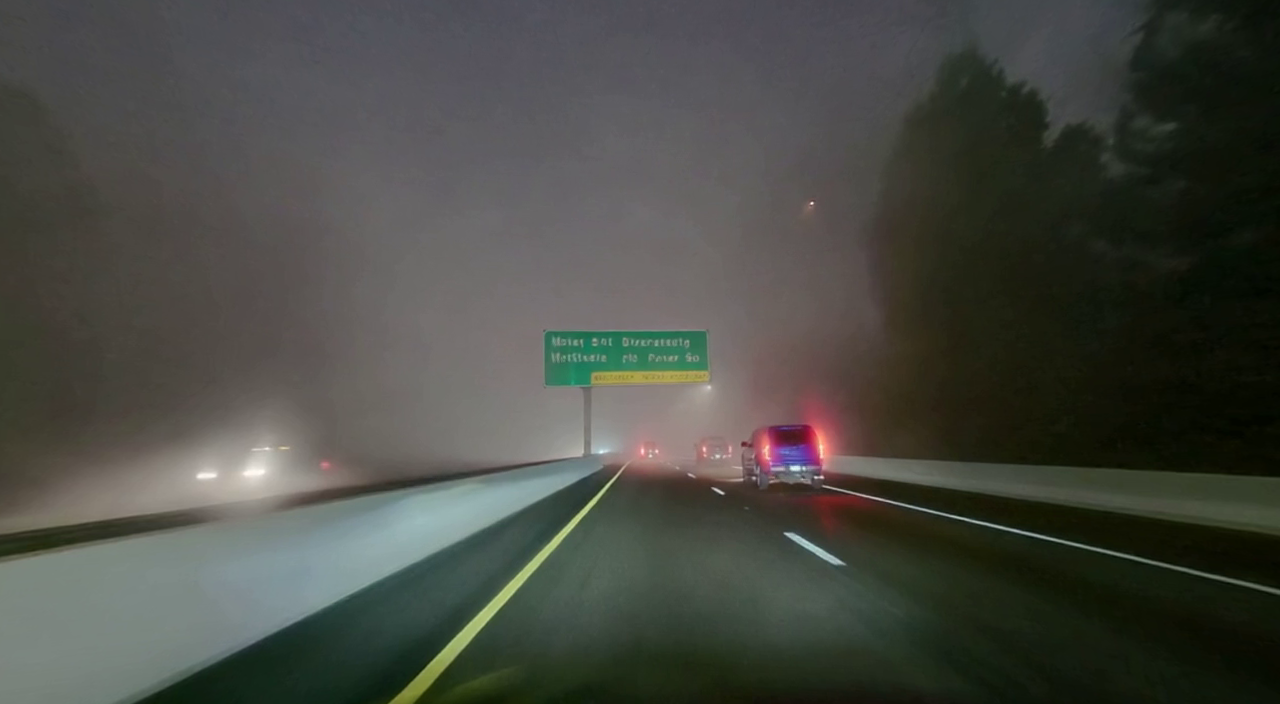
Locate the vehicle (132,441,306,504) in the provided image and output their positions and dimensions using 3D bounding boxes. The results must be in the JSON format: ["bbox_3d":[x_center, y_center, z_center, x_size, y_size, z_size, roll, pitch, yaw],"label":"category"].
[{"bbox_3d":[-15.107,4.315,23.251,2.154,1.969,6.037,-1,-9,1],"label":"vehicle"}]

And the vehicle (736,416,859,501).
[{"bbox_3d":[4.265,3.001,18.122,2.145,2.069,5.057,0,-8,-1],"label":"vehicle"}]

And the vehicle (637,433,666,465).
[{"bbox_3d":[0.815,7.320,47.703,2.099,2.260,4.899,0,-9,-1],"label":"vehicle"}]

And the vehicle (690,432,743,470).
[{"bbox_3d":[4.642,6.115,39.277,2.594,2.155,5.670,0,-8,0],"label":"vehicle"}]
